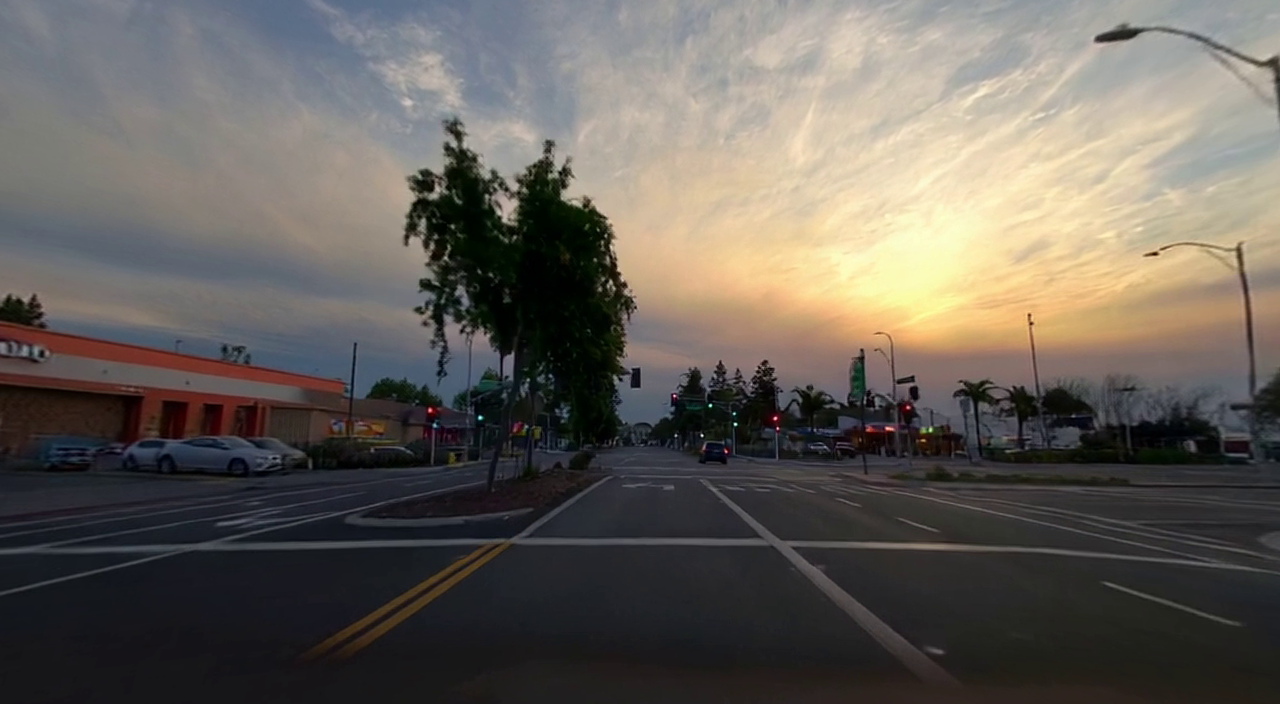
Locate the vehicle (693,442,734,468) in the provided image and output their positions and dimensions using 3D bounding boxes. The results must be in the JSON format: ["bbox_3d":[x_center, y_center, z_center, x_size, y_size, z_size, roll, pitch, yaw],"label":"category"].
[{"bbox_3d":[4.536,6.449,39.552,2.065,1.507,4.225,0,-9,0],"label":"vehicle"}]

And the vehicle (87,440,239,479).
[{"bbox_3d":[-18.206,4.105,24.170,4.277,1.453,1.913,0,-8,0],"label":"vehicle"}]
